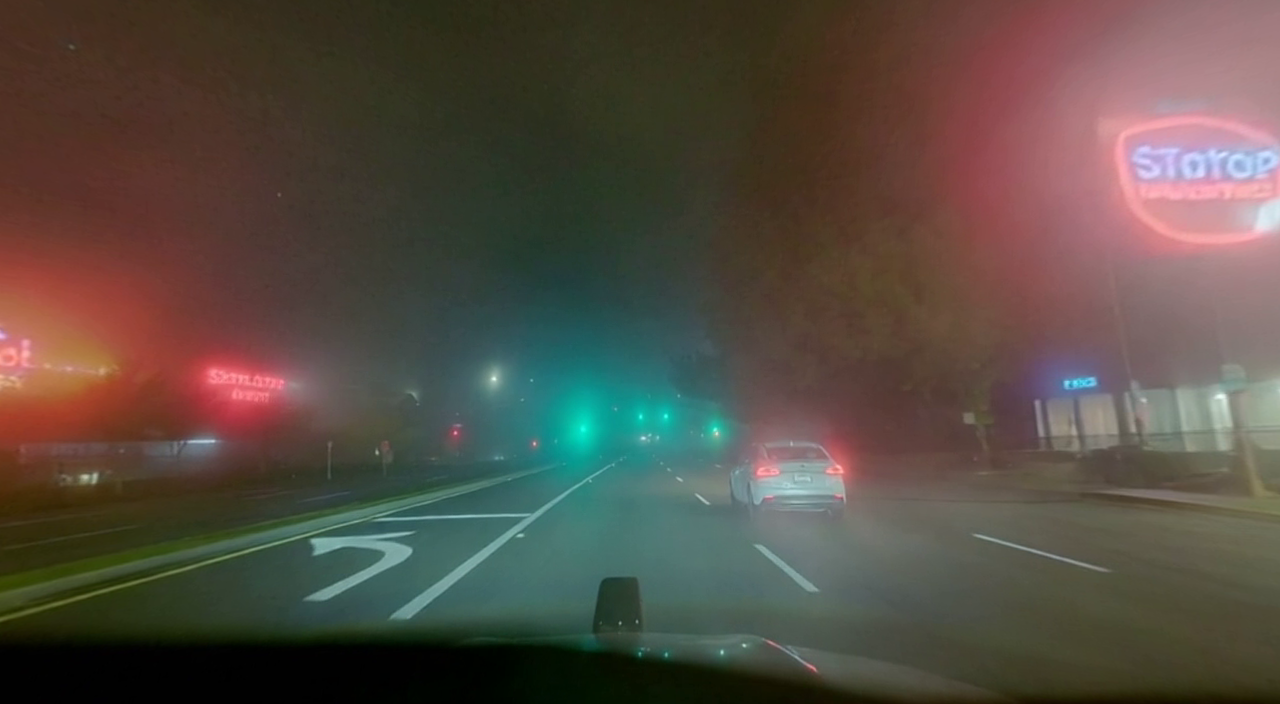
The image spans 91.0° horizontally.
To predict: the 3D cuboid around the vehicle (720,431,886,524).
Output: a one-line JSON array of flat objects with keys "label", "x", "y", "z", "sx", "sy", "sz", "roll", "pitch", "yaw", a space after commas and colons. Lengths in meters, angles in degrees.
[{"label": "vehicle", "x": 2.923, "y": 2.369, "z": 12.469, "sx": 2.015, "sy": 1.479, "sz": 4.444, "roll": 0, "pitch": -8, "yaw": -1}]
